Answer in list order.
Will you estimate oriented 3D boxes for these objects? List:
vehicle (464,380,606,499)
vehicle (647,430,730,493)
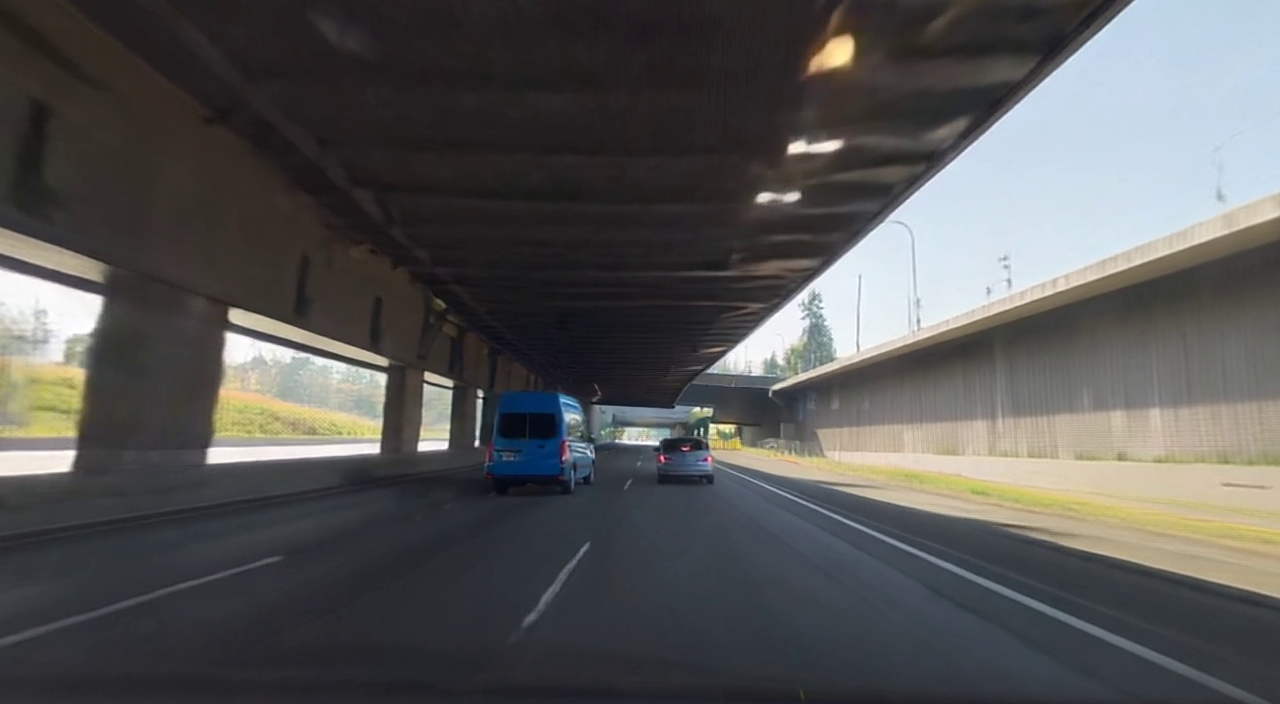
[{"bbox_3d":[-2.324,2.177,15.751,2.404,2.459,5.229,-1,-8,3],"label":"vehicle"},{"bbox_3d":[1.289,3.056,17.975,2.095,1.553,4.069,-1,-8,2],"label":"vehicle"}]
